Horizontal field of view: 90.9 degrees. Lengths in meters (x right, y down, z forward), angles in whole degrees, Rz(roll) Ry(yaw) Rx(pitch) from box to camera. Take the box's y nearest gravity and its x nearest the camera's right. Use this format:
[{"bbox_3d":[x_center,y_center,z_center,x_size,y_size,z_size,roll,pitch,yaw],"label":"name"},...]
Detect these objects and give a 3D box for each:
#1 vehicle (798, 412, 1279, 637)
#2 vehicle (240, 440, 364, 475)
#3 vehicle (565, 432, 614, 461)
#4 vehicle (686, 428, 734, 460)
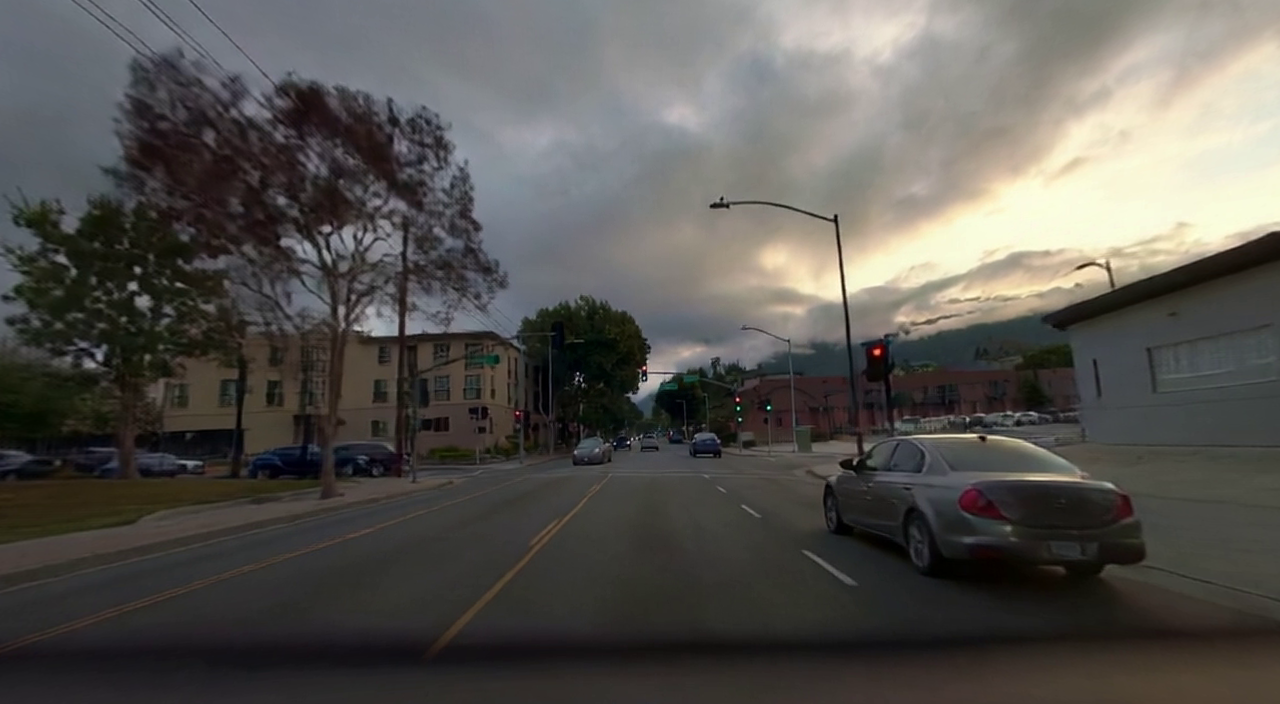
[{"bbox_3d":[3.355,1.501,6.660,2.072,1.471,4.834,0,-8,0],"label":"vehicle"},{"bbox_3d":[-17.841,5.569,33.435,5.361,1.767,2.179,-1,-8,6],"label":"vehicle"},{"bbox_3d":[-3.014,5.833,38.899,2.519,1.689,5.200,0,-8,1],"label":"vehicle"},{"bbox_3d":[3.707,5.012,34.280,2.035,1.564,4.719,0,-8,-1],"label":"vehicle"}]
